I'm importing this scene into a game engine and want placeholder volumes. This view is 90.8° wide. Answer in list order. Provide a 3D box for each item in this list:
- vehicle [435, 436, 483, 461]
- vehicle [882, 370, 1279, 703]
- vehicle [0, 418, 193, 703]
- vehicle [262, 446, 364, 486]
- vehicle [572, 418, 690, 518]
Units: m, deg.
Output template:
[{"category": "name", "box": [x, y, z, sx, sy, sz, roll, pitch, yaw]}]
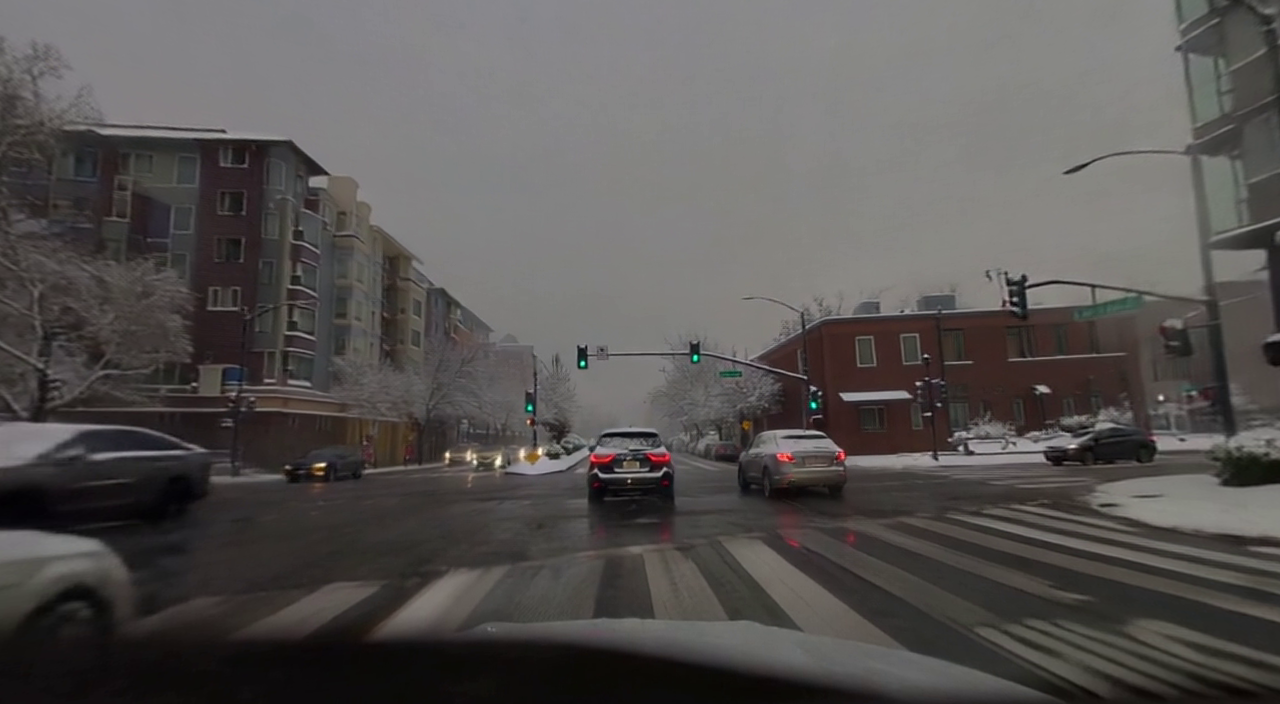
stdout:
[{"category": "vehicle", "box": [-13.260, 7.085, 46.637, 1.964, 1.712, 5.236, 0, -8, 0]}, {"category": "vehicle", "box": [3.146, 1.068, 3.514, 1.906, 1.608, 4.137, 0, -8, -1]}, {"category": "vehicle", "box": [-3.741, 0.849, 1.411, 2.055, 1.488, 4.733, 0, -8, -1]}, {"category": "vehicle", "box": [-13.469, 4.678, 26.351, 1.943, 1.487, 4.472, 0, -8, -1]}, {"category": "vehicle", "box": [-0.143, 2.559, 14.566, 2.206, 1.858, 5.332, 0, -8, 1]}]
